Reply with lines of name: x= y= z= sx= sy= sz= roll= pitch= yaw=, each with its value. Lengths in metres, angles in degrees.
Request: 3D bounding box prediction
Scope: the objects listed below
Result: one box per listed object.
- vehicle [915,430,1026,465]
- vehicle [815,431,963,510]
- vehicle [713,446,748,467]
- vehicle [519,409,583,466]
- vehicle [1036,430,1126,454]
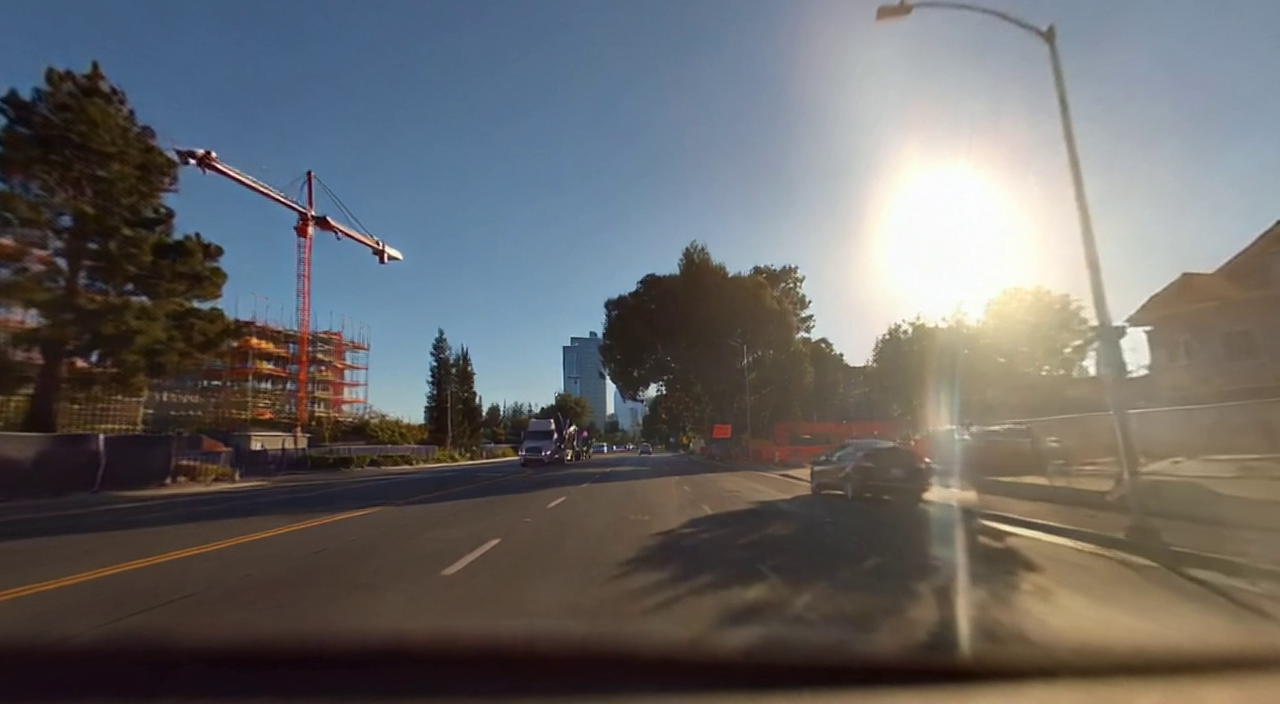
vehicle: x=16.595 y=4.818 z=31.646 sx=4.422 sy=1.677 sz=2.004 roll=0 pitch=-9 yaw=-1
vehicle: x=6.708 y=3.227 z=17.659 sx=2.169 sy=1.880 sz=4.849 roll=0 pitch=-9 yaw=0
vehicle: x=6.881 y=7.990 z=48.158 sx=1.933 sy=1.488 sz=4.736 roll=0 pitch=-8 yaw=0
vehicle: x=-6.722 y=6.748 z=49.247 sx=3.071 sy=3.982 sz=10.729 roll=0 pitch=-8 yaw=2
vehicle: x=29.544 y=6.026 z=42.145 sx=4.455 sy=1.607 sz=1.950 roll=0 pitch=-7 yaw=2
